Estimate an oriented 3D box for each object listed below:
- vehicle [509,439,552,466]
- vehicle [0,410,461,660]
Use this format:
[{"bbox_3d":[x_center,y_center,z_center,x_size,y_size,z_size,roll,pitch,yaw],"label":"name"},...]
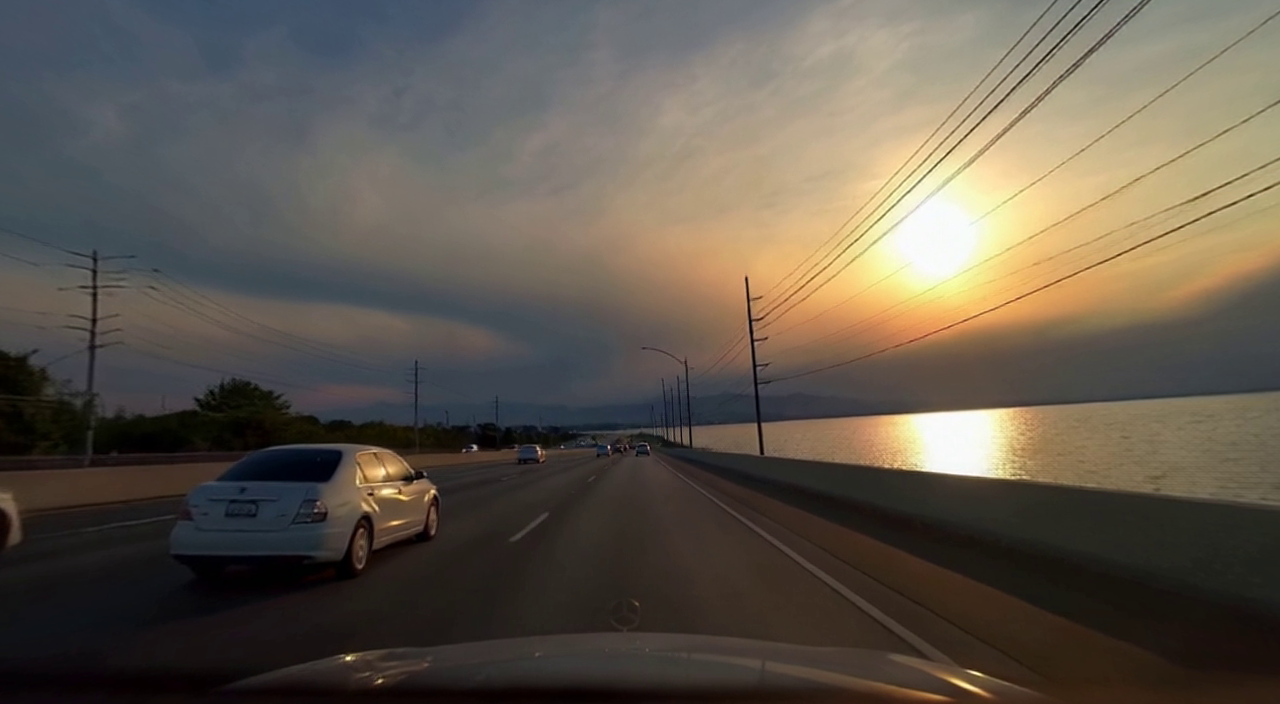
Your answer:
[{"bbox_3d":[-7.374,6.841,42.912,2.050,1.717,4.418,0,-9,0],"label":"vehicle"},{"bbox_3d":[-3.415,1.444,6.113,2.015,1.501,4.454,0,-9,1],"label":"vehicle"}]
